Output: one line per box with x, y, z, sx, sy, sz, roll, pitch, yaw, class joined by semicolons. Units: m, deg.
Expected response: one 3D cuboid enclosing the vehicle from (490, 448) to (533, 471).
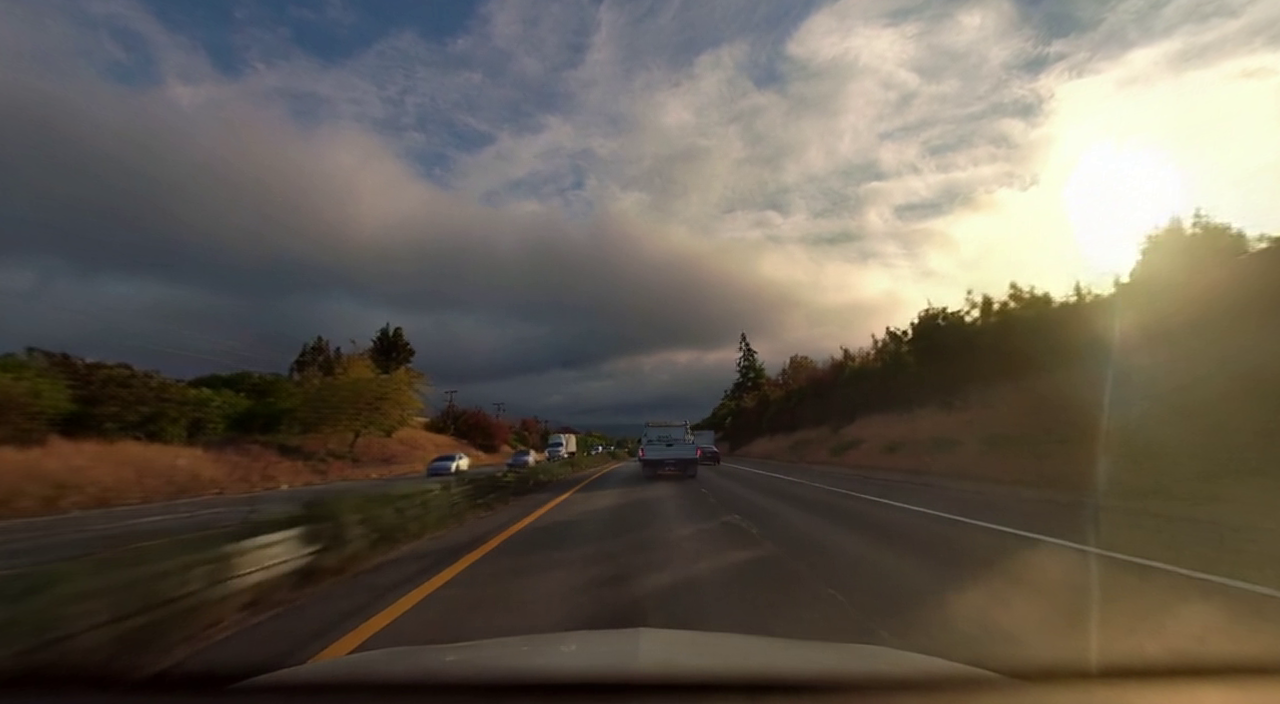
-9.039;7.609;44.750;2.090;1.496;4.568;0;-9;1;vehicle

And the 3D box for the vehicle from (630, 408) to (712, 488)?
0.925;3.407;22.439;2.423;2.517;5.055;0;-9;-3;vehicle

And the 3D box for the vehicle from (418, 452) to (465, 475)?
-13.349;7.500;42.611;1.900;1.459;3.853;0;-9;1;vehicle
